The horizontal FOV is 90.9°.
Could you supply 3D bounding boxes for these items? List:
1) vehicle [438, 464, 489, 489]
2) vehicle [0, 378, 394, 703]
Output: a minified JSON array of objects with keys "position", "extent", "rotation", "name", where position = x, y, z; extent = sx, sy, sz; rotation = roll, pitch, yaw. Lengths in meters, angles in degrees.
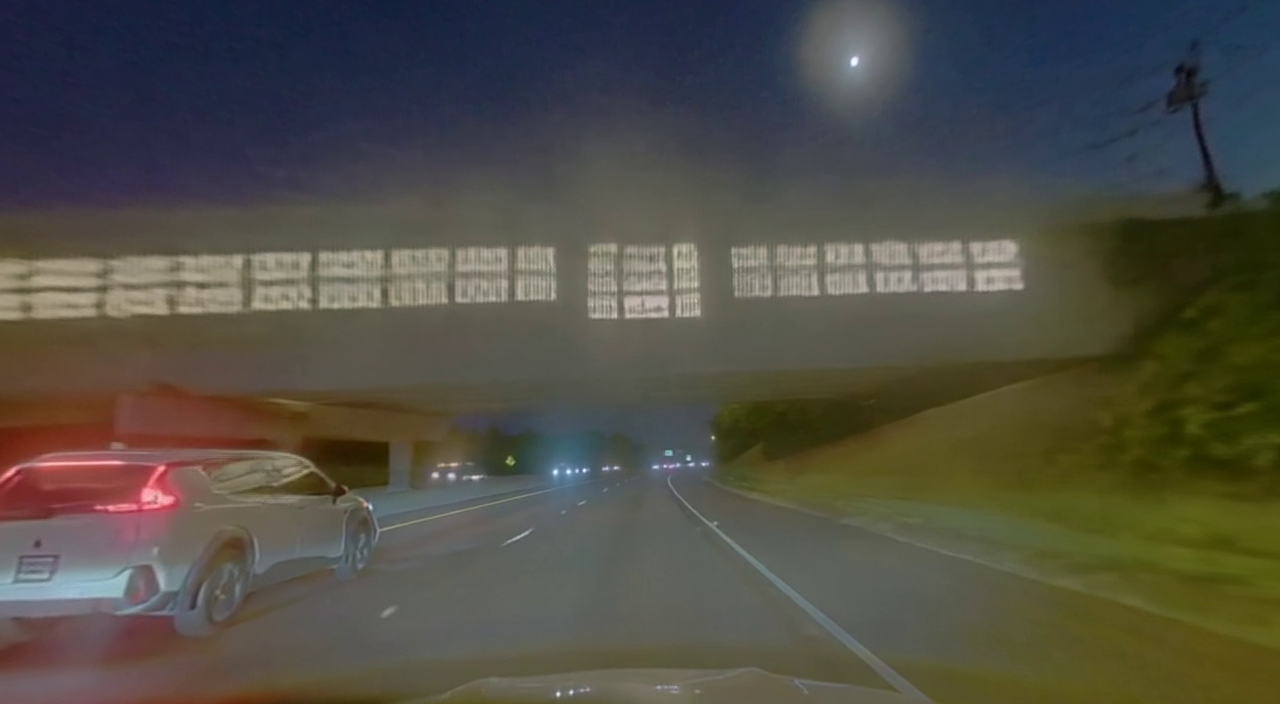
[{"position":[-11.333,8.057,40.785],"extent":[1.874,1.455,4.446],"rotation":[1,-11,1],"name":"vehicle"},{"position":[-4.142,1.376,5.373],"extent":[2.141,1.697,4.641],"rotation":[1,-11,0],"name":"vehicle"}]
